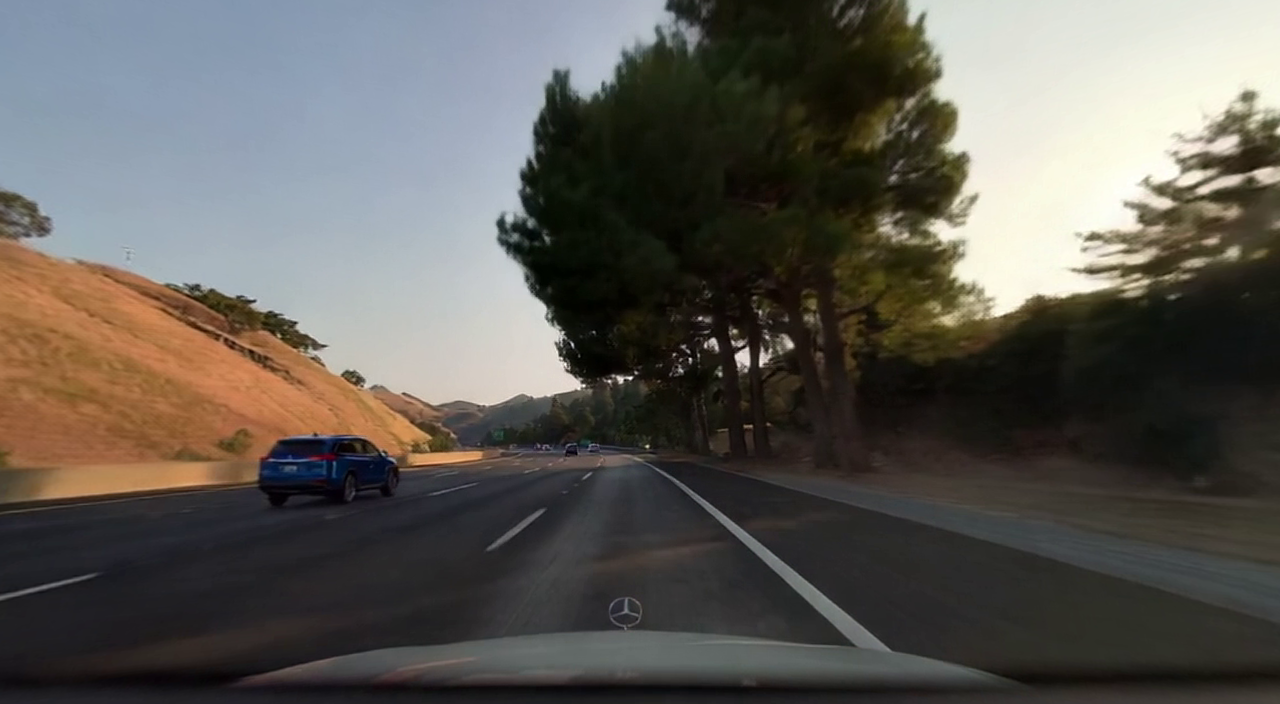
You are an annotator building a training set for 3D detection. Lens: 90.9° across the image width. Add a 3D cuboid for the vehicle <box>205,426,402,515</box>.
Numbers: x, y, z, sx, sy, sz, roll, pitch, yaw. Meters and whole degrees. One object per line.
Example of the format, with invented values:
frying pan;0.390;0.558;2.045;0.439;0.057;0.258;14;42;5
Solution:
vehicle;-7.431;2.654;14.610;2.046;1.712;4.533;0;-8;0
